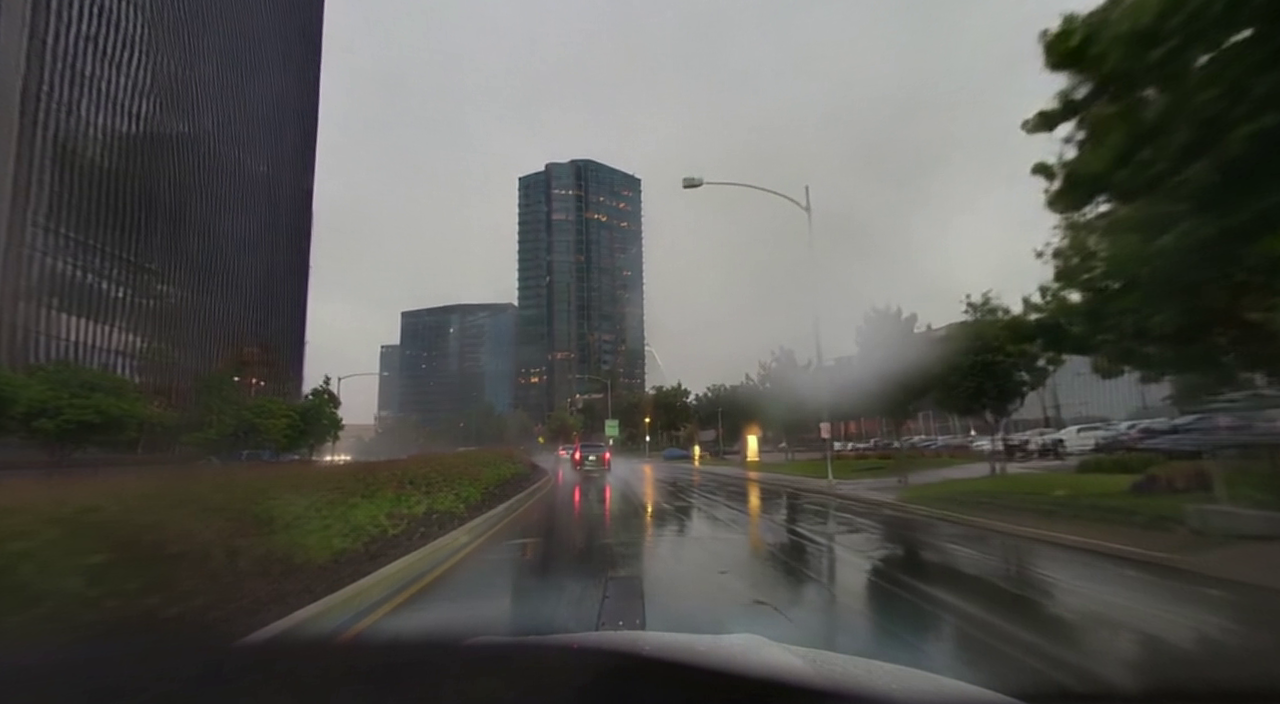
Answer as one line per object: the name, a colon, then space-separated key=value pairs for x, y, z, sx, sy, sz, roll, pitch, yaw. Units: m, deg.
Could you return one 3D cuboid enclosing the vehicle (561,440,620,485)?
vehicle: x=-2.021 y=4.493 z=25.853 sx=2.183 sy=1.675 sz=4.319 roll=1 pitch=-9 yaw=-4
